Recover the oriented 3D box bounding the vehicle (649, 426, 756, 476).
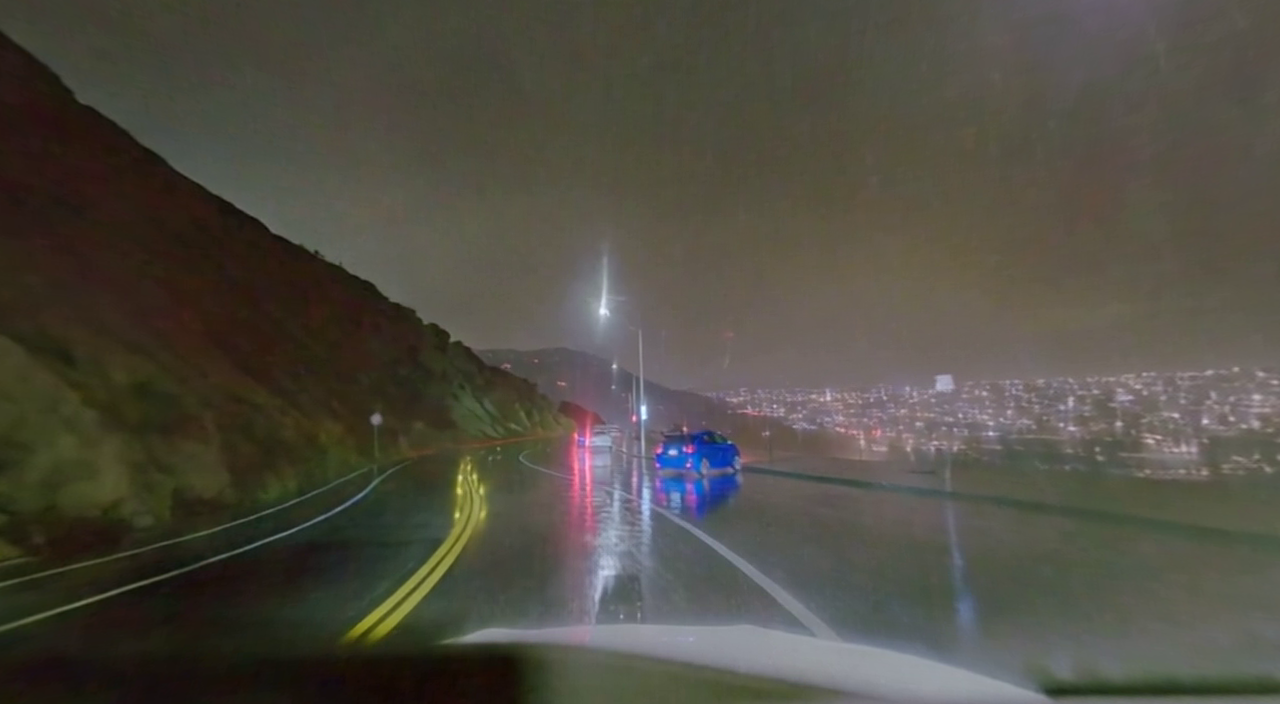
[{"bbox_3d":[2.452,3.693,23.682,2.064,1.667,4.453,-6,-10,34],"label":"vehicle"}]
